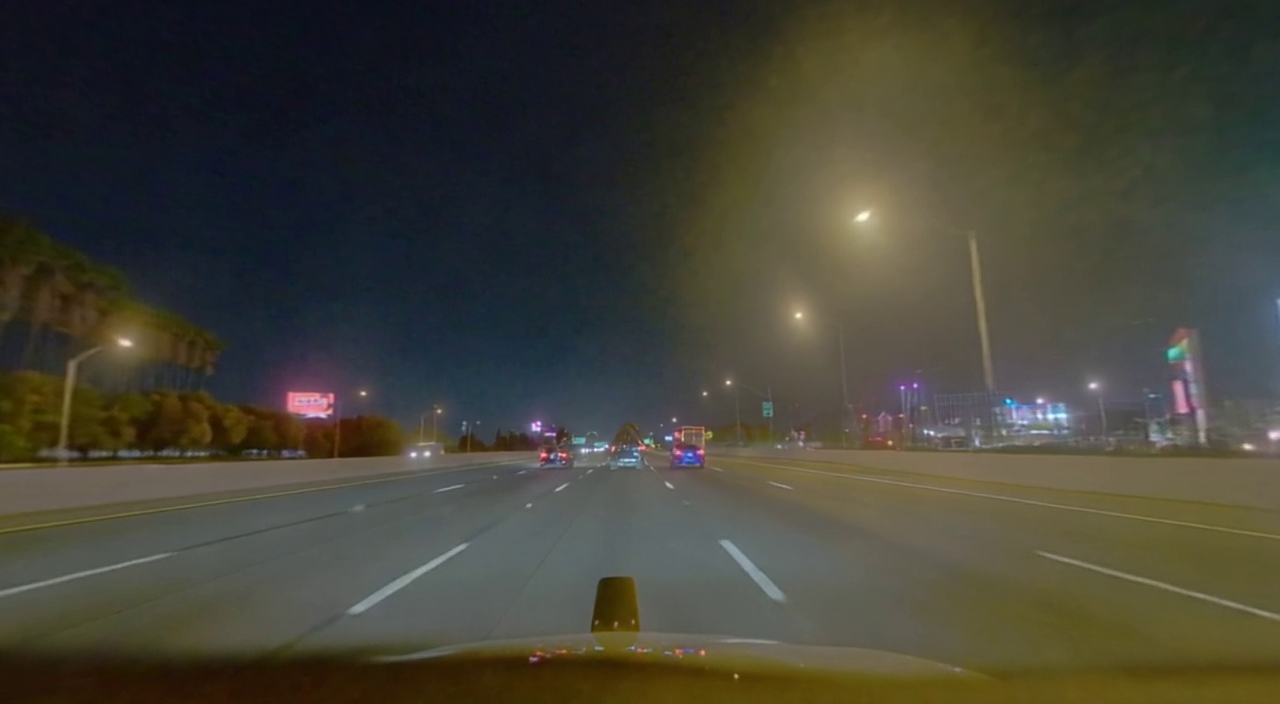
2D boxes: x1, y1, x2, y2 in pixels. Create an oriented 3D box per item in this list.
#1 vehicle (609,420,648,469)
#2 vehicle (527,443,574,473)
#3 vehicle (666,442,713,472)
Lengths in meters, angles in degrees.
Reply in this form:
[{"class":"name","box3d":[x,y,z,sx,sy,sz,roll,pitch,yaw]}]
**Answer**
[{"class":"vehicle","box3d":[-0.780,6.156,42.007,2.364,2.953,6.495,0,-8,-2]},{"class":"vehicle","box3d":[-4.967,5.940,35.708,2.021,1.598,4.887,0,-8,-1]},{"class":"vehicle","box3d":[2.796,6.042,36.578,2.175,1.598,4.584,0,-8,-2]}]
